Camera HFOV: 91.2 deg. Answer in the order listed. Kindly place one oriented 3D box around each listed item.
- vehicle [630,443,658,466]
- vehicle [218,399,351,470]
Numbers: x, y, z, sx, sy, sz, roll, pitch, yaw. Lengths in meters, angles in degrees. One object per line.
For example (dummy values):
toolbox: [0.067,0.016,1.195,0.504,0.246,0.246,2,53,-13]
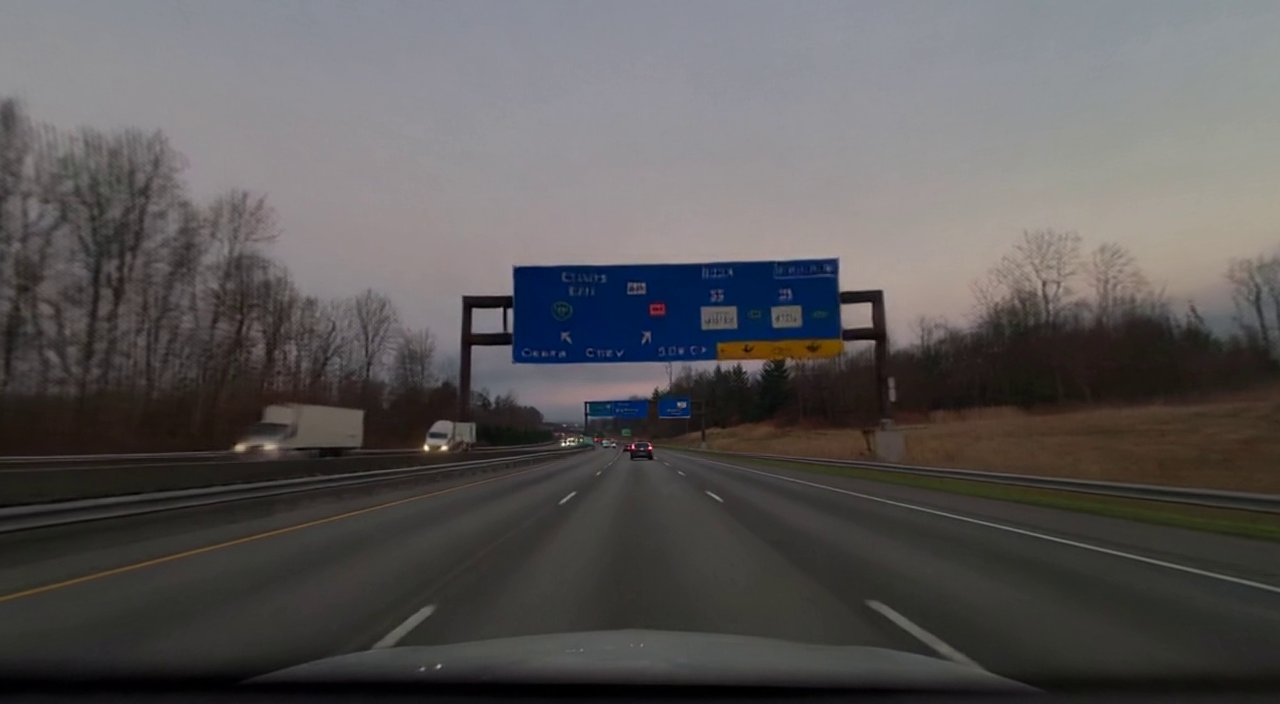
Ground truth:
vehicle: [0.255,7.083,43.569,1.859,1.478,3.799,0,-8,0]
vehicle: [-21.306,5.124,38.504,2.900,3.781,9.129,0,-9,-1]
